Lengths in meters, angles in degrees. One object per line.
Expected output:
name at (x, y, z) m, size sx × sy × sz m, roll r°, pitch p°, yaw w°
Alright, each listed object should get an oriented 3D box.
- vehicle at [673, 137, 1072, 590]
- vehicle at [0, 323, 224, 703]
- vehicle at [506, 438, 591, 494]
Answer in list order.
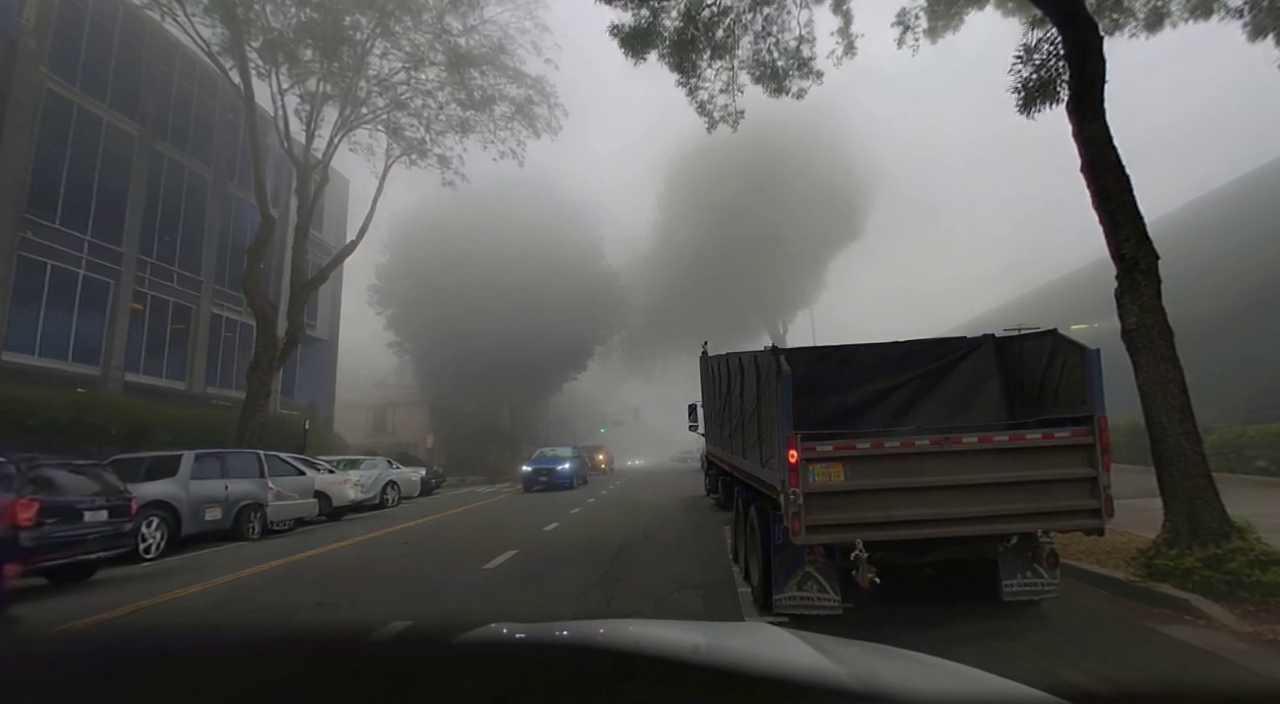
vehicle at (2.544, 0.852, 11.417) m, size 3.320 × 4.034 × 11.553 m, roll -1°, pitch -8°, yaw 6°
vehicle at (-3.434, 0.618, 0.938) m, size 2.223 × 1.804 × 4.746 m, roll 0°, pitch -8°, yaw 2°
vehicle at (-2.767, 3.550, 20.093) m, size 2.183 × 1.563 × 4.257 m, roll 0°, pitch -8°, yaw -2°
